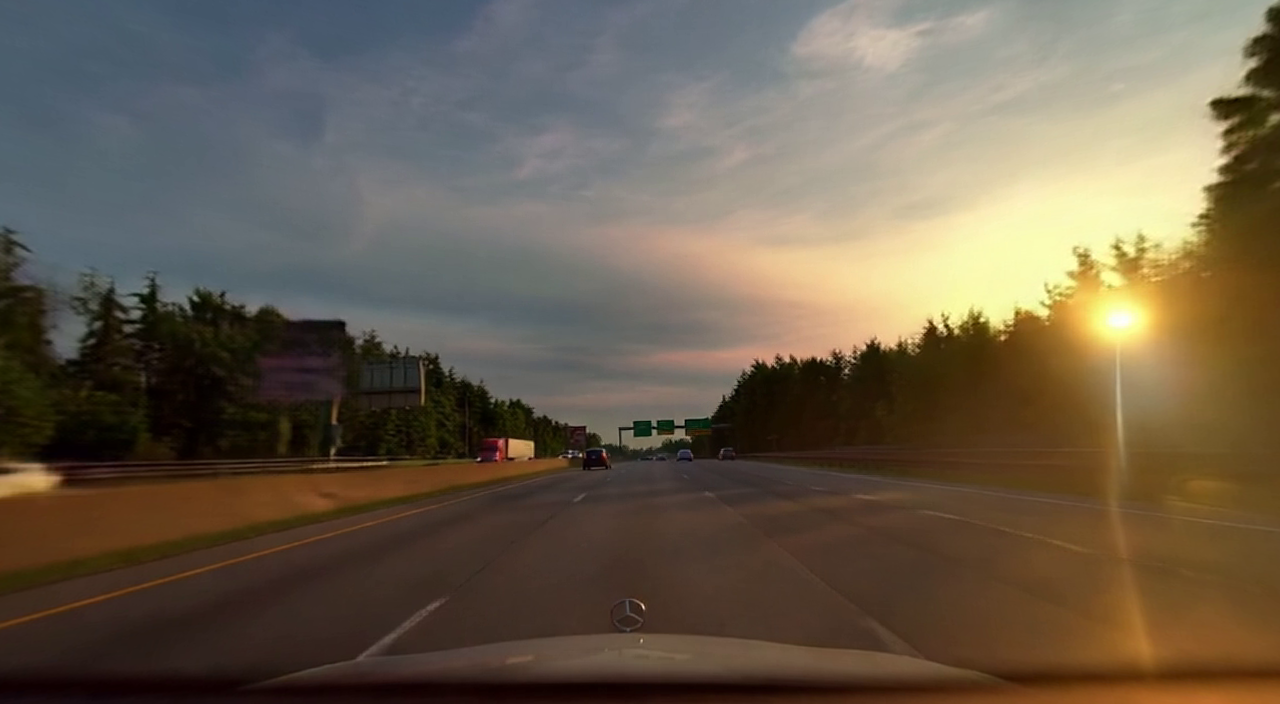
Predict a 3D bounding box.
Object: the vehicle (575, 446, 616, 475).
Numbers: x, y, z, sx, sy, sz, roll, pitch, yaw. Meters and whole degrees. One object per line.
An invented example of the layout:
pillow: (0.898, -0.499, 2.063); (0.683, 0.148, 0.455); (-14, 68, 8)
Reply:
vehicle: (-2.677, 6.684, 39.019); (2.086, 1.650, 4.122); (-1, -9, 2)
